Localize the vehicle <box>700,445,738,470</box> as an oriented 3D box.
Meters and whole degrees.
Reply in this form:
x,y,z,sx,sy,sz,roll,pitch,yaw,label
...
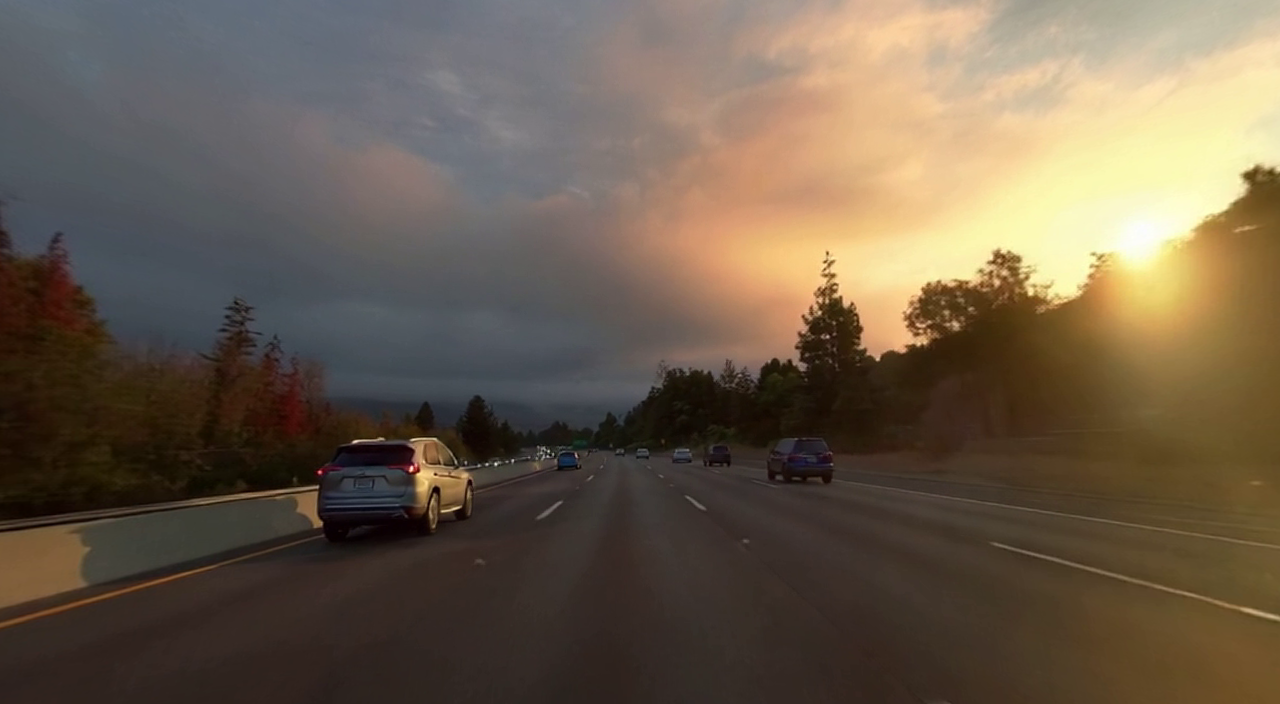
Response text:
x,y,z,sx,sy,sz,roll,pitch,yaw,label
5.838,7.875,47.026,2.107,1.732,4.527,1,-9,-3,vehicle

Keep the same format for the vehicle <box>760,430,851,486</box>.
x,y,z,sx,sy,sz,roll,pitch,yaw,label
6.853,4.468,26.767,2.378,2.096,5.119,0,-9,-1,vehicle

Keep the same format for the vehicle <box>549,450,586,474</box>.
x,y,z,sx,sy,sz,roll,pitch,yaw,label
-4.711,7.191,41.505,2.009,1.488,4.289,1,-9,-2,vehicle

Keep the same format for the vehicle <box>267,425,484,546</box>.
x,y,z,sx,sy,sz,roll,pitch,yaw,label
-4.424,2.299,11.459,2.079,1.745,4.281,0,-9,0,vehicle
